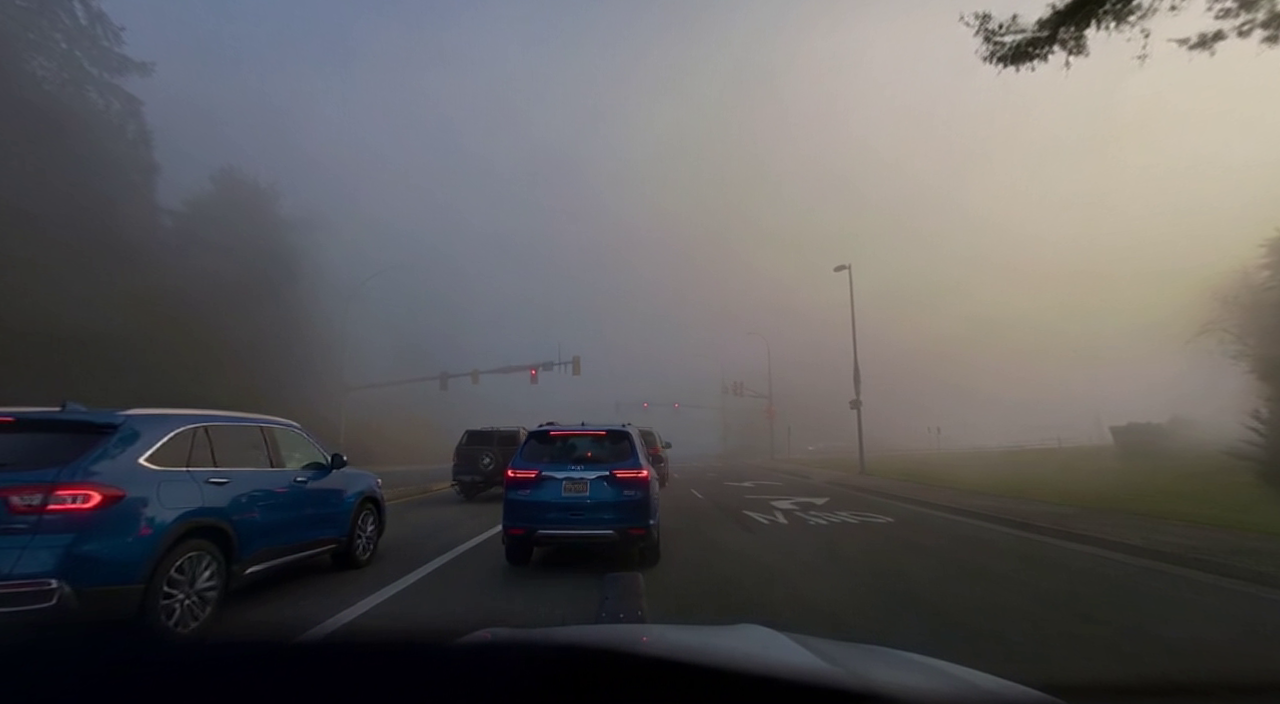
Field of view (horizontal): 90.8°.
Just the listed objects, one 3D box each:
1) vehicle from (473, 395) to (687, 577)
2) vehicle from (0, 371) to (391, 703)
[{"bbox_3d":[-0.523,1.703,8.871,2.131,1.793,5.016,0,-8,2],"label":"vehicle"},{"bbox_3d":[-4.045,1.254,5.273,2.009,1.673,4.454,0,-8,1],"label":"vehicle"}]
